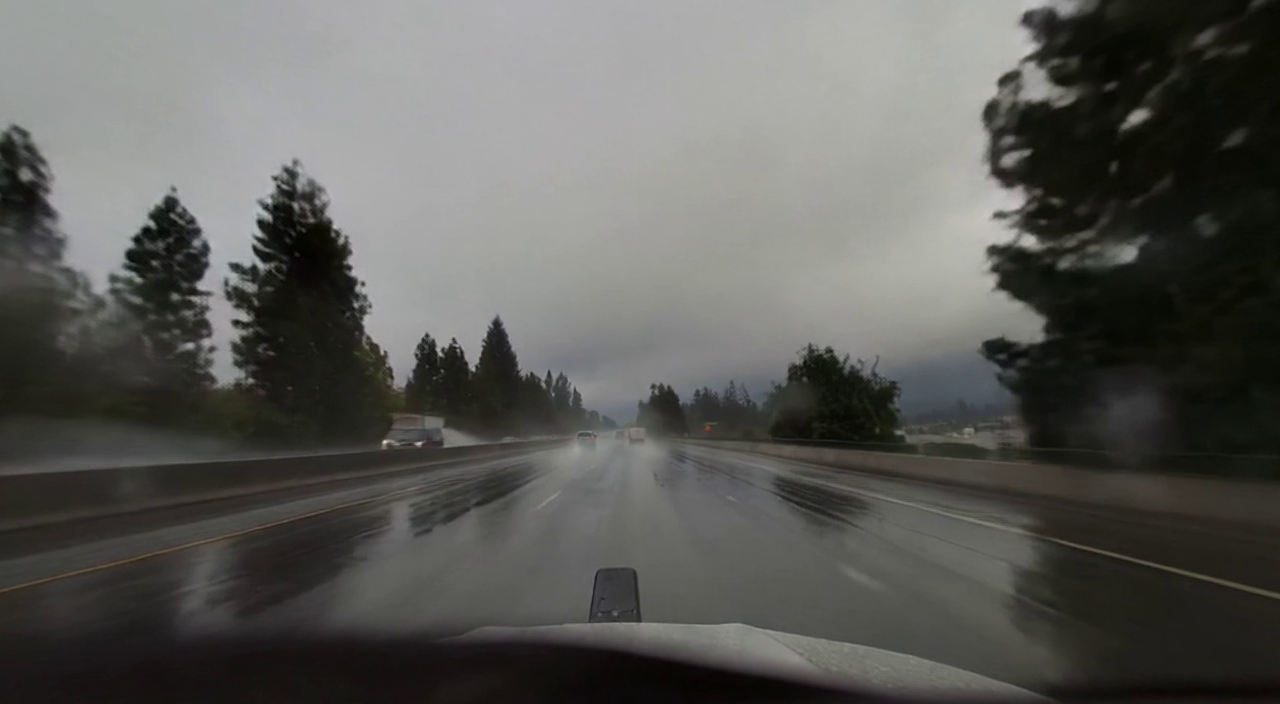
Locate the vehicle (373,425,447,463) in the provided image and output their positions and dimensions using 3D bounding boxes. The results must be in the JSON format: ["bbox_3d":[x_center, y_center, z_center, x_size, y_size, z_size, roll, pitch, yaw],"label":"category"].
[{"bbox_3d":[-12.512,5.048,34.692,2.263,1.899,4.853,0,-8,-1],"label":"vehicle"}]
